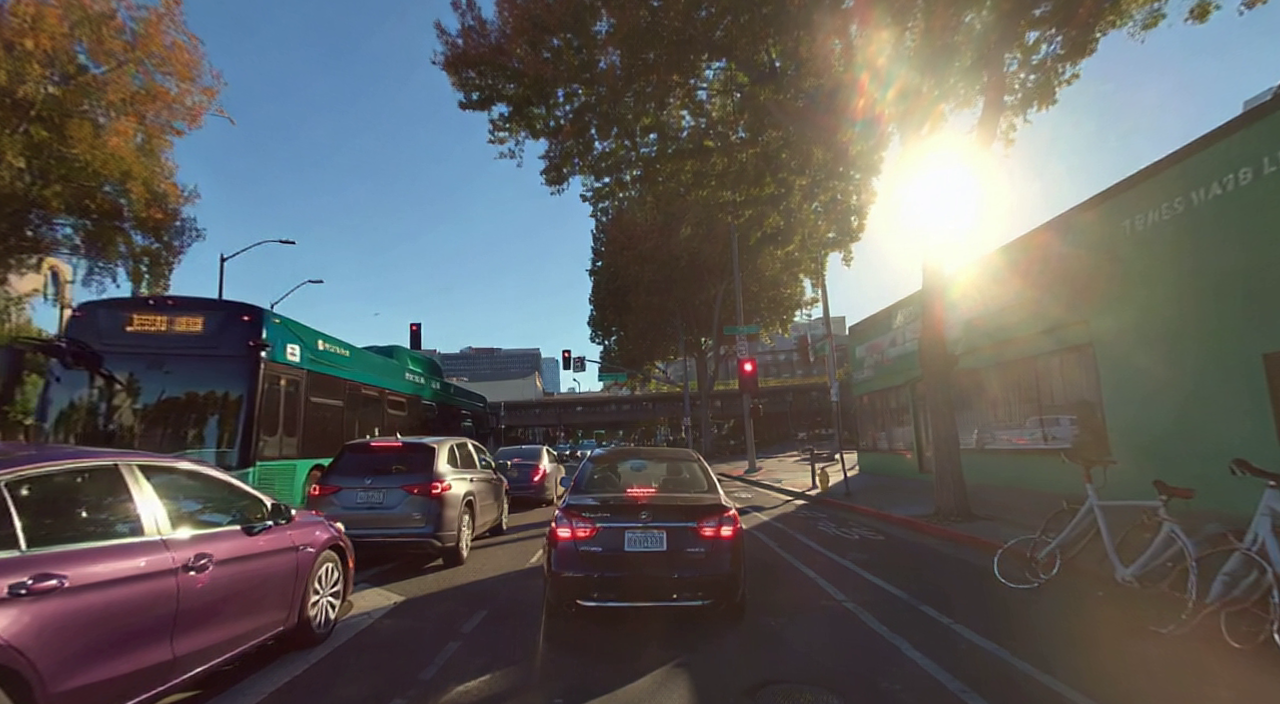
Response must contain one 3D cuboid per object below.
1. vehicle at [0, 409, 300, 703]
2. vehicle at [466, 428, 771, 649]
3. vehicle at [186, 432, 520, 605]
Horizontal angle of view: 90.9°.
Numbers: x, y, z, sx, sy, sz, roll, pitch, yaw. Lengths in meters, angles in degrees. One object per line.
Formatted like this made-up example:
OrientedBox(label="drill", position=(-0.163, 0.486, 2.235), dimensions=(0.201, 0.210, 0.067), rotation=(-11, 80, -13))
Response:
OrientedBox(label="vehicle", position=(-3.169, 0.880, 1.729), dimensions=(1.867, 1.486, 4.452), rotation=(0, -8, 2))
OrientedBox(label="vehicle", position=(-0.136, 1.531, 6.172), dimensions=(2.031, 1.461, 3.763), rotation=(0, -8, 0))
OrientedBox(label="vehicle", position=(-2.922, 1.772, 7.734), dimensions=(1.944, 1.481, 4.385), rotation=(0, -8, 1))
